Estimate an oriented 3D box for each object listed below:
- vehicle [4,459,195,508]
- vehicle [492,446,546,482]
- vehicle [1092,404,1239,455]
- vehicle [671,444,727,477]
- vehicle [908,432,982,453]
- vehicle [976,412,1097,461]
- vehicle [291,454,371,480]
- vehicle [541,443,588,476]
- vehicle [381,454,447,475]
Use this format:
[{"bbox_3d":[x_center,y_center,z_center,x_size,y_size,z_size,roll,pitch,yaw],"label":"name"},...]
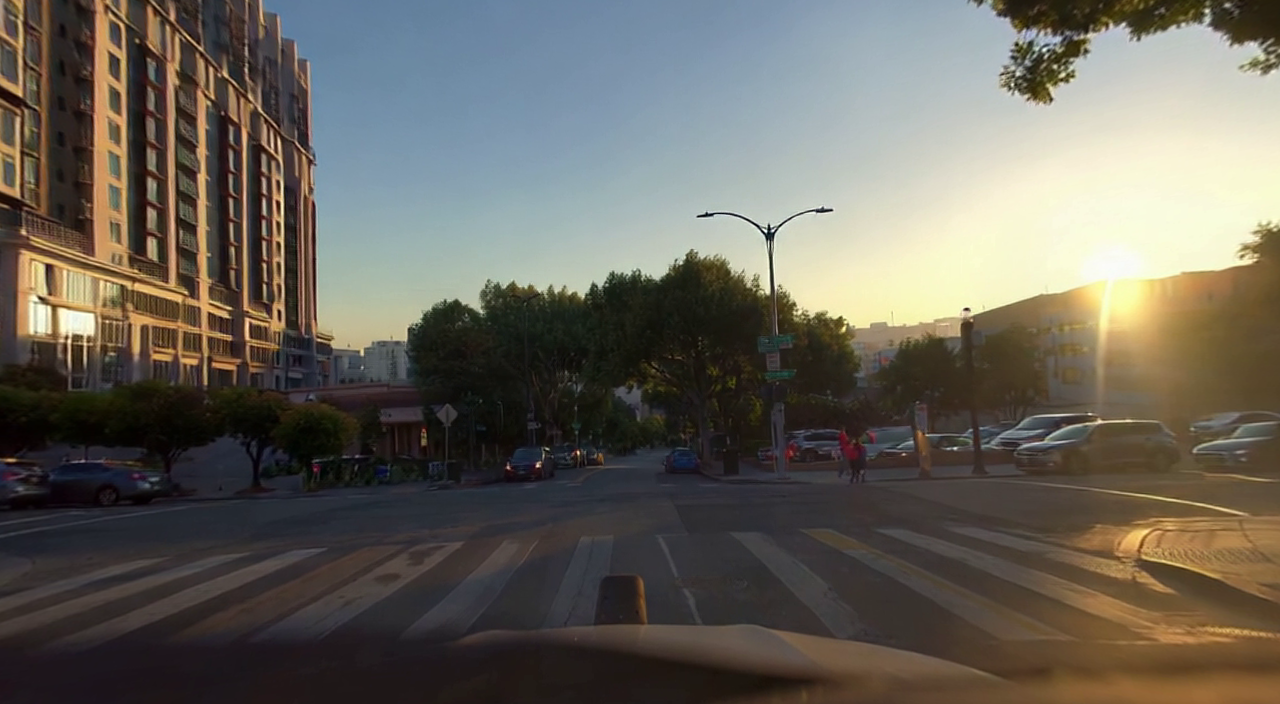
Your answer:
[{"bbox_3d":[-17.316,4.212,20.408,4.439,1.448,1.793,0,-9,0],"label":"vehicle"},{"bbox_3d":[-7.614,7.050,40.302,2.193,1.814,5.061,-9,-9,0],"label":"vehicle"},{"bbox_3d":[22.304,3.401,27.180,2.137,1.962,4.988,-1,-9,3],"label":"vehicle"},{"bbox_3d":[3.196,5.696,33.498,1.942,1.603,3.785,-2,-8,22],"label":"vehicle"},{"bbox_3d":[23.016,6.855,47.822,4.528,1.475,2.070,0,-8,3],"label":"vehicle"},{"bbox_3d":[16.743,3.659,27.033,2.041,1.921,4.574,0,-9,-2],"label":"vehicle"},{"bbox_3d":[-23.204,8.632,47.539,4.844,1.836,2.117,-1,-8,5],"label":"vehicle"},{"bbox_3d":[-4.447,6.371,37.714,2.102,1.768,4.290,-1,-9,3],"label":"vehicle"},{"bbox_3d":[-16.911,8.427,47.404,4.203,1.544,1.889,0,-8,1],"label":"vehicle"}]
